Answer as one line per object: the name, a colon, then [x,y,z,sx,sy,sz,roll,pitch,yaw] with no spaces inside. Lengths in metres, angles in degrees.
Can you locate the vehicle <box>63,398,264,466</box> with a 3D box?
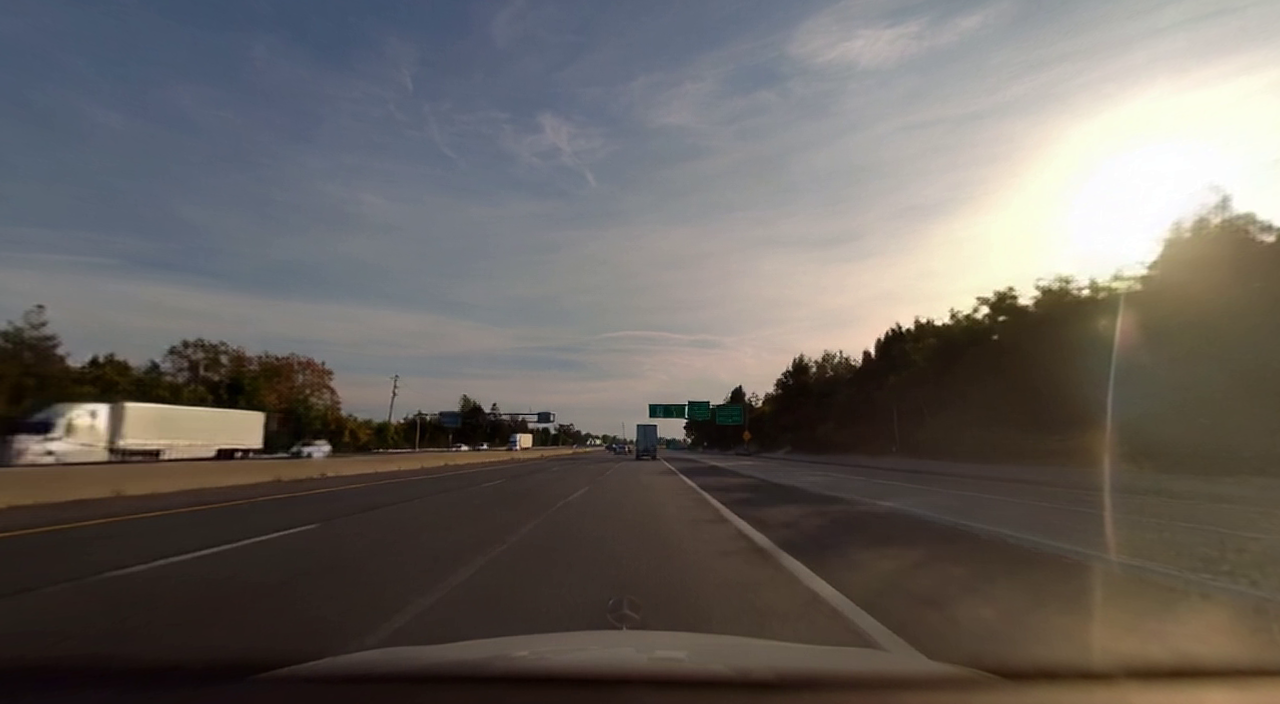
vehicle: [-35.417,6.312,48.341,2.887,4.356,15.809,0,-8,1]

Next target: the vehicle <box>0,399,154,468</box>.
vehicle: [-35.521,5.256,40.068,2.999,4.001,7.123,0,-8,1]
